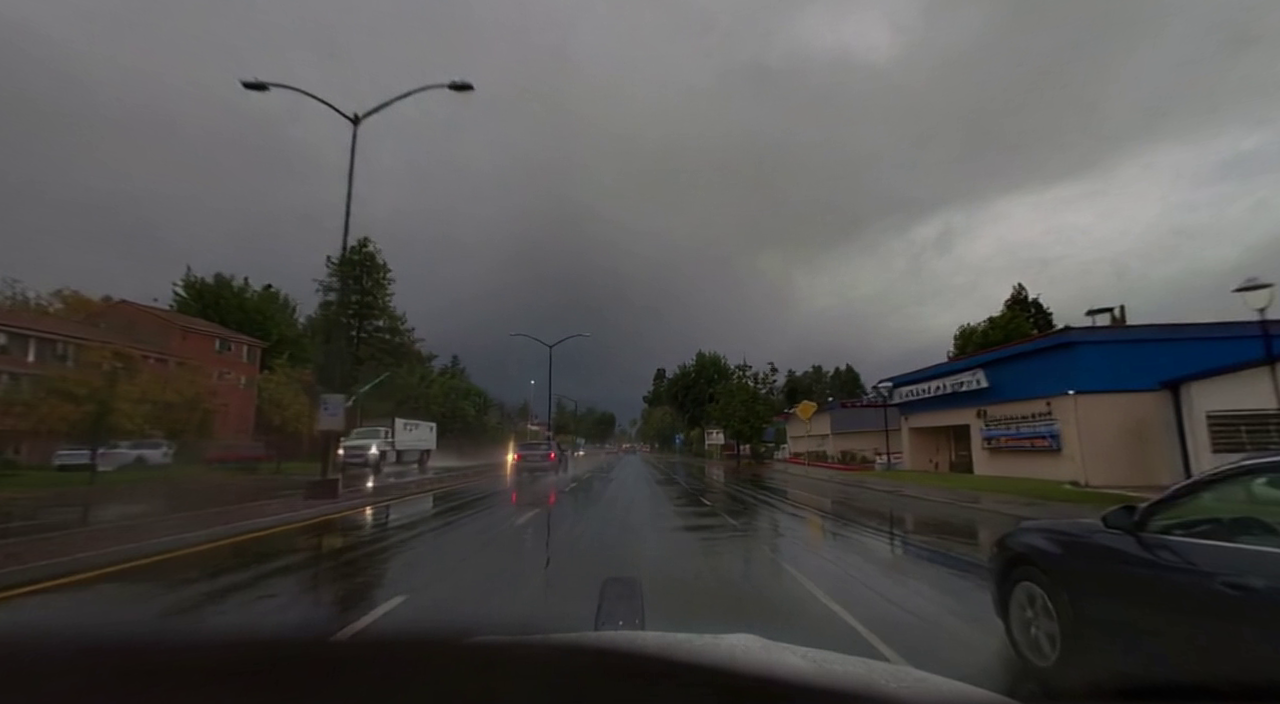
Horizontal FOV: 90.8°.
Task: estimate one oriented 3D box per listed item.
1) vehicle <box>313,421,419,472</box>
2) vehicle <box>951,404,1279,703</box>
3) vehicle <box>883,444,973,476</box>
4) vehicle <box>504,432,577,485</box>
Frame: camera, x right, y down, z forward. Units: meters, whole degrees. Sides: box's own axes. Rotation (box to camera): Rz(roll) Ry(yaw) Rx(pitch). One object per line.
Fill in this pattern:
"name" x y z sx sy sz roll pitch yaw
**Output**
"vehicle" -20.402 7.181 48.110 3.171 3.397 10.694 0 -9 1
"vehicle" 3.375 0.950 2.359 1.975 1.502 4.787 0 -9 0
"vehicle" 16.864 6.354 37.179 4.318 1.733 1.901 -1 -9 -1
"vehicle" -3.634 3.979 23.889 1.997 1.806 4.500 0 -9 1
